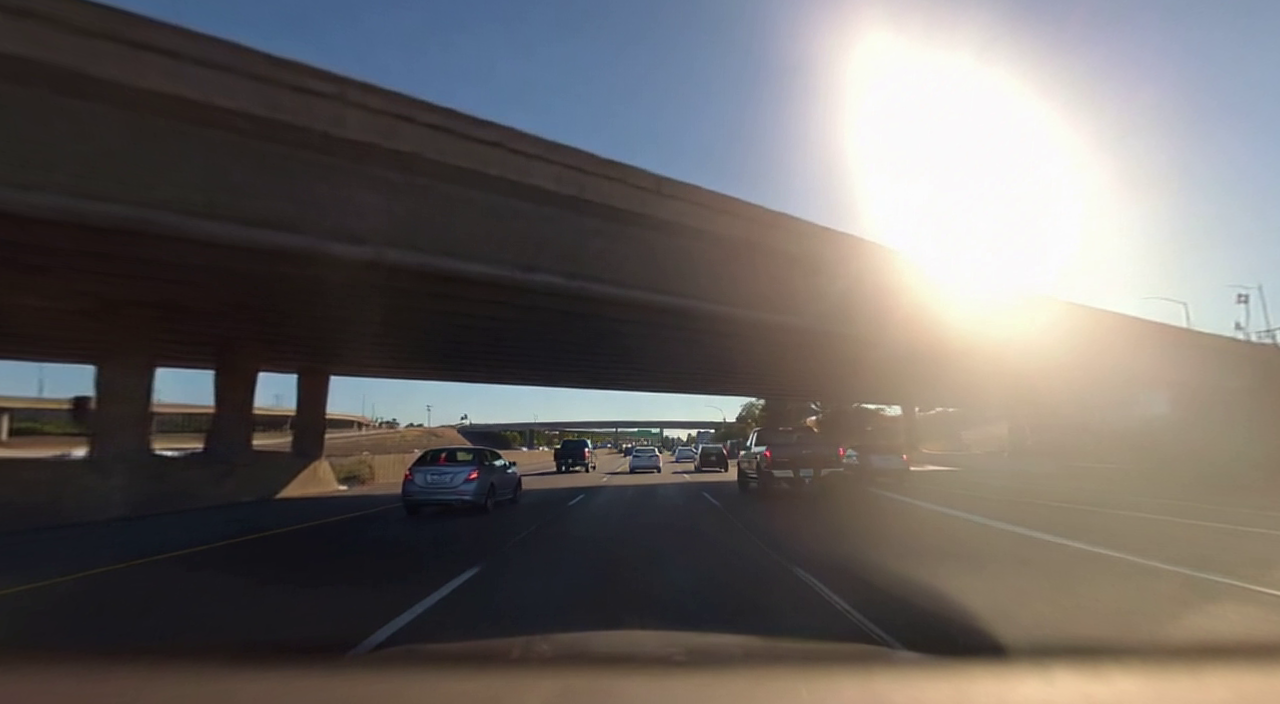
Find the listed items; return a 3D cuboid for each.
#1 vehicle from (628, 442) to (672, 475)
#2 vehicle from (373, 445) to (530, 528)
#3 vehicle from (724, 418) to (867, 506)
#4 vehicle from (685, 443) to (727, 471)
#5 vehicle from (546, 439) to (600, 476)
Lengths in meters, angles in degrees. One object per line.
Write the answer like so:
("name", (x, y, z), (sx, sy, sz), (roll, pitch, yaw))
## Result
("vehicle", (0.520, 5.580, 33.163), (2.147, 1.572, 4.094), (0, -9, 0))
("vehicle", (-3.705, 2.702, 13.290), (1.947, 1.424, 4.264), (0, -9, 1))
("vehicle", (3.792, 2.838, 16.674), (2.340, 1.925, 5.529), (0, -9, -1))
("vehicle", (4.130, 6.680, 40.342), (2.145, 1.636, 4.437), (0, -9, -1))
("vehicle", (-3.394, 5.484, 33.019), (2.176, 1.783, 4.799), (0, -9, 1))
